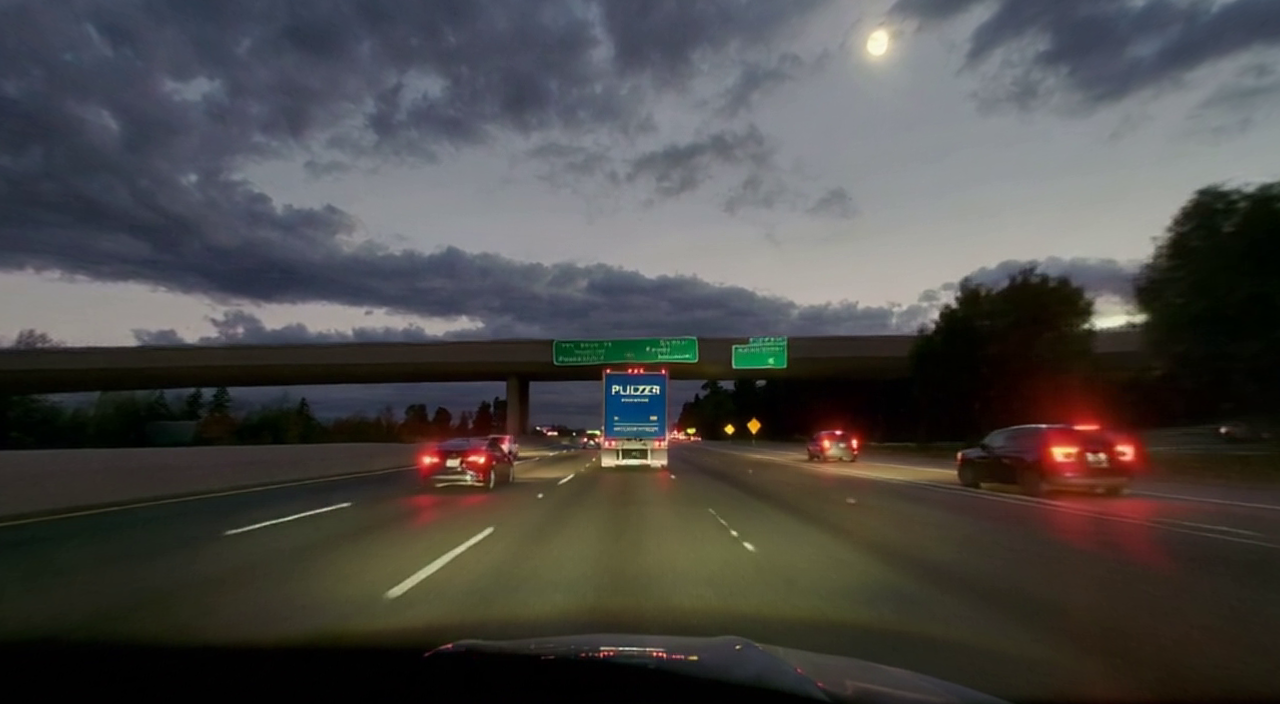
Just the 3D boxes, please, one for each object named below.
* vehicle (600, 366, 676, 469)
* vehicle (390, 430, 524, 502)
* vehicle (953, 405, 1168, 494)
[{"bbox_3d":[-0.247,3.321,30.309,2.926,3.959,11.818,0,-8,-2],"label":"vehicle"},{"bbox_3d":[-4.109,2.601,14.947,1.943,1.446,4.158,0,-8,0],"label":"vehicle"},{"bbox_3d":[9.938,2.350,15.471,2.052,1.841,4.481,0,-8,-2],"label":"vehicle"}]
